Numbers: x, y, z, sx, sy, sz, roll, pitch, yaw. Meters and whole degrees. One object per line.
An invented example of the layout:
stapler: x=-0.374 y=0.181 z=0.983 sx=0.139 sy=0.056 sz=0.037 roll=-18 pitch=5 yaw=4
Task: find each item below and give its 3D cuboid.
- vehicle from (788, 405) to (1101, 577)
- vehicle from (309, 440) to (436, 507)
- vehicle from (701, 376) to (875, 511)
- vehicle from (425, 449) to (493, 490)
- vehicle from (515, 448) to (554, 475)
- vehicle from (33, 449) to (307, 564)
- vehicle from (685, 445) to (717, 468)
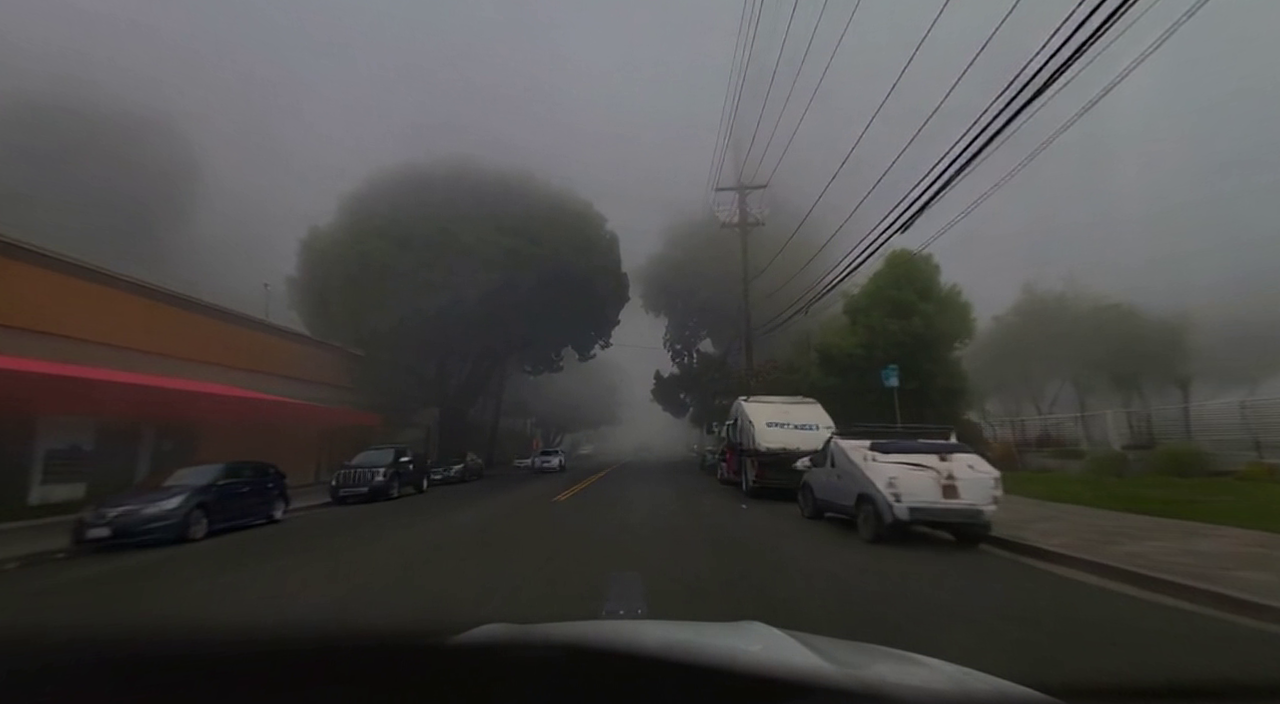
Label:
vehicle: x=3.778 y=1.817 z=9.165 sx=2.097 sy=1.784 sz=4.915 roll=0 pitch=-8 yaw=0
vehicle: x=-7.686 y=3.498 z=18.662 sx=1.882 sy=1.639 sz=4.187 roll=-3 pitch=-8 yaw=1
vehicle: x=4.034 y=2.735 z=19.783 sx=3.011 sy=3.127 sz=8.608 roll=-3 pitch=-7 yaw=-2
vehicle: x=-7.556 y=4.902 z=26.640 sx=1.678 sy=1.468 sz=3.706 roll=-4 pitch=-8 yaw=1
vehicle: x=-7.131 y=7.411 z=42.864 sx=1.787 sy=1.543 sz=4.052 roll=-4 pitch=-7 yaw=2
vehicle: x=-7.830 y=2.524 z=11.135 sx=1.704 sy=1.464 sz=4.089 roll=-3 pitch=-8 yaw=0
vehicle: x=4.377 y=7.534 z=45.857 sx=1.990 sy=1.521 sz=4.693 roll=-1 pitch=-8 yaw=2
